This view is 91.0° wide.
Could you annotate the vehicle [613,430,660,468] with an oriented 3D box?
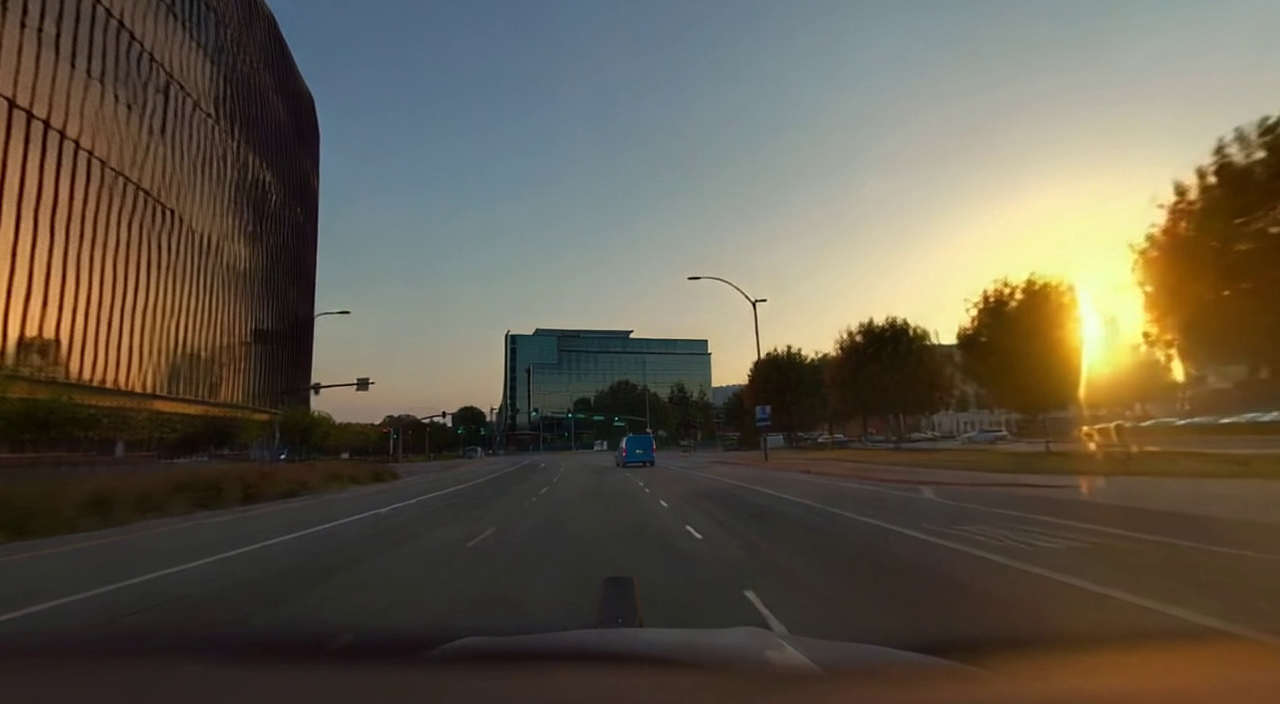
[{"bbox_3d":[-0.285,6.298,40.974,2.339,2.244,4.817,1,-9,-9],"label":"vehicle"}]
